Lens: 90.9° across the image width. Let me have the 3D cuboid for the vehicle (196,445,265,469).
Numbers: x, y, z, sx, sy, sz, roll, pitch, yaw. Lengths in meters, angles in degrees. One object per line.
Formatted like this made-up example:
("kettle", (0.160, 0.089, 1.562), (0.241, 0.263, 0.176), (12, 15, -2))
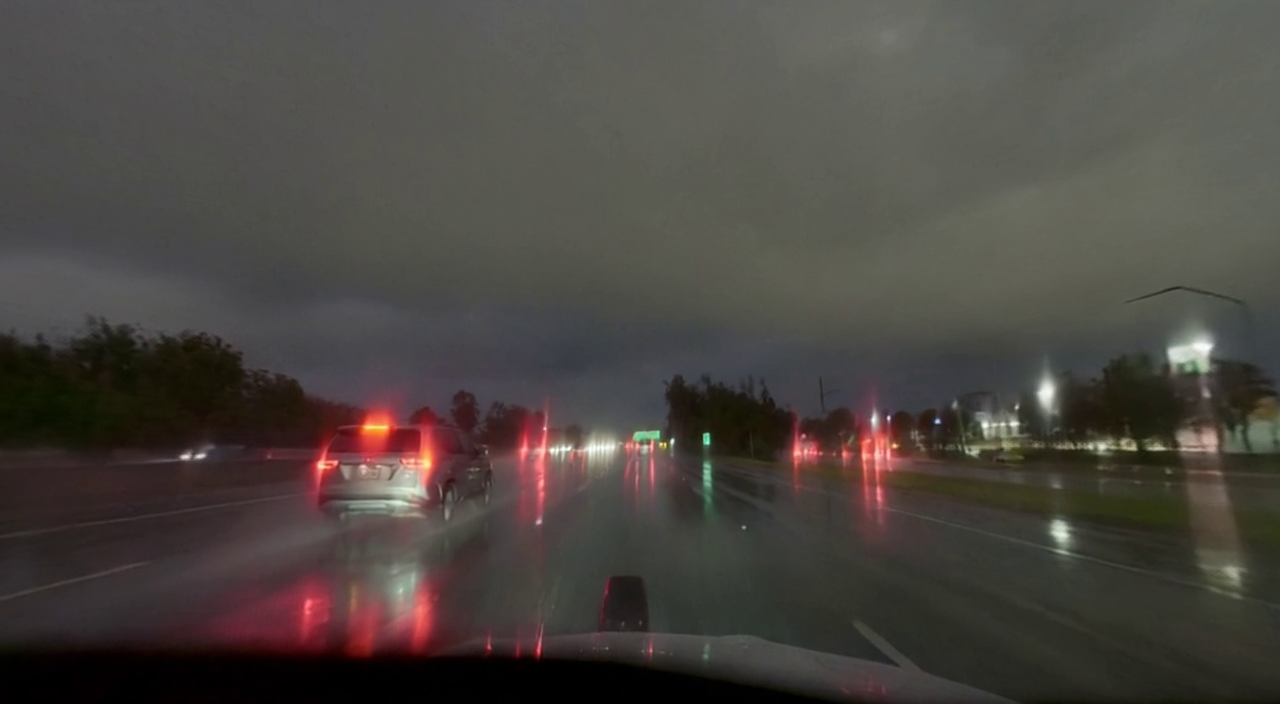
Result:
("vehicle", (-25.638, 6.582, 39.642), (1.806, 1.440, 3.790), (0, -9, 0))

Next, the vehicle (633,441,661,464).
("vehicle", (0.499, 7.525, 47.347), (2.023, 1.589, 4.030), (0, -9, 0))

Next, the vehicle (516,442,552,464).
("vehicle", (-7.757, 7.451, 46.512), (1.871, 1.542, 4.371), (0, -9, 0))

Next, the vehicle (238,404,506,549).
("vehicle", (-3.775, 1.864, 10.022), (2.214, 1.759, 4.435), (0, -9, 1))
